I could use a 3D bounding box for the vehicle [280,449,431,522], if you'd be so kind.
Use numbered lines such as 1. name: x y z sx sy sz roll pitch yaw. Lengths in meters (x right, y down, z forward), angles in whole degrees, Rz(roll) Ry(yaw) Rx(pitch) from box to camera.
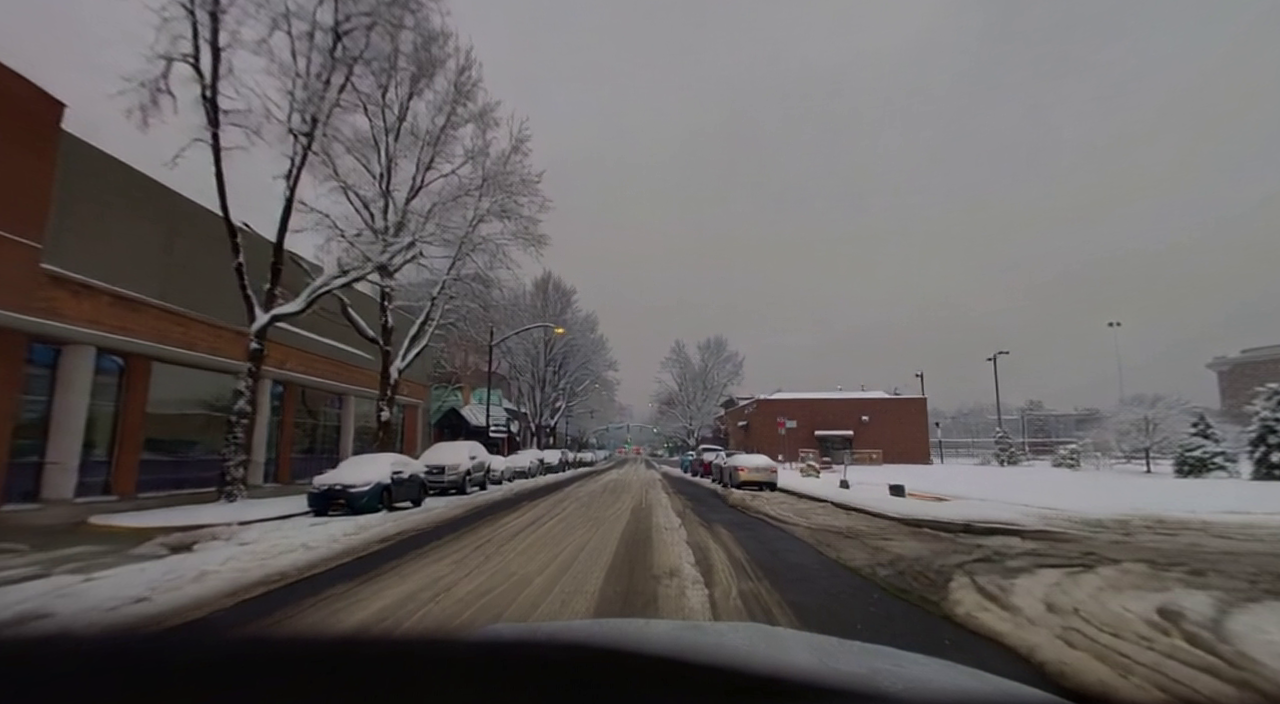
1. vehicle: -6.964 3.256 16.074 1.917 1.487 4.659 -1 -8 -3

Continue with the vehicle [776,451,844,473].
1. vehicle: 12.676 8.185 47.058 4.499 1.558 2.007 -5 -10 29

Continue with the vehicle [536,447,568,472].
1. vehicle: -6.908 8.535 49.735 1.996 1.770 5.518 -2 -10 -3

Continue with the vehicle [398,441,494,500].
1. vehicle: -6.910 4.224 23.101 2.238 1.891 4.780 0 -8 -3

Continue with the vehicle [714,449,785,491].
1. vehicle: 4.324 4.729 25.607 1.973 1.494 4.867 0 -9 -1
